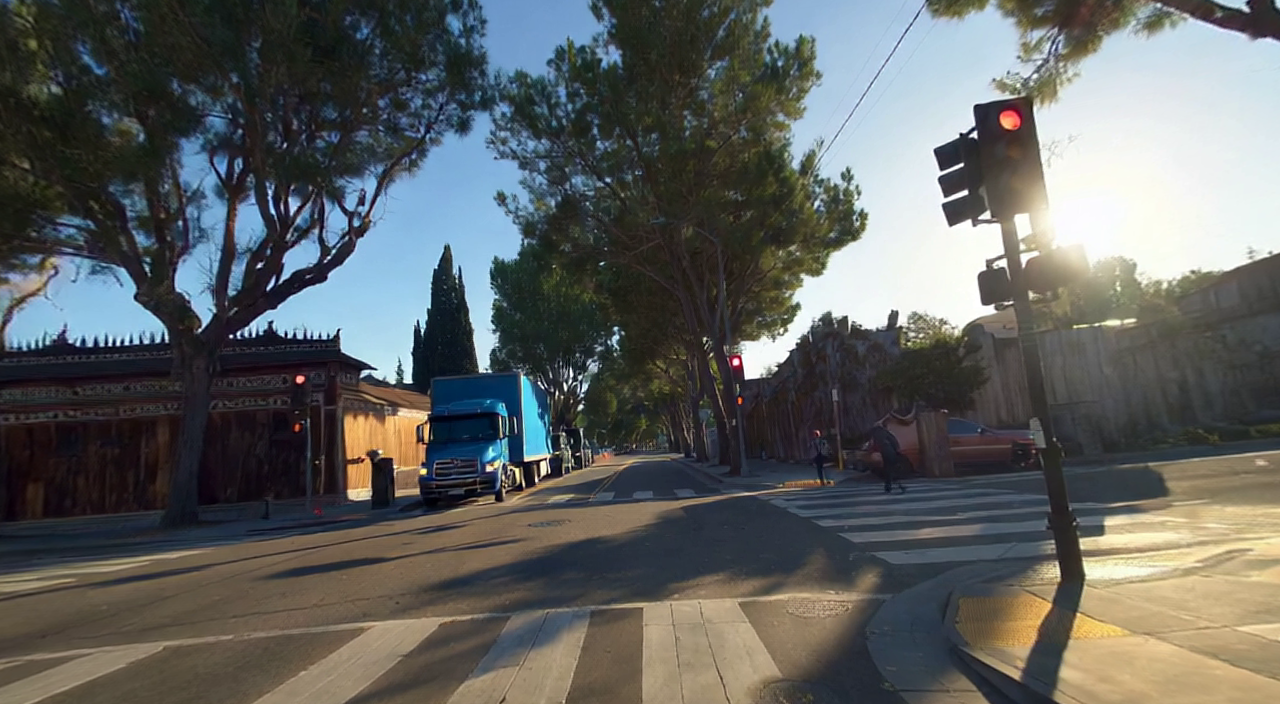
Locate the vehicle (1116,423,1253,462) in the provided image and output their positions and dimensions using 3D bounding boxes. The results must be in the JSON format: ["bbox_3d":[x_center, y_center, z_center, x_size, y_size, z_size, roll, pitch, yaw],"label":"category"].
[{"bbox_3d":[24.939,4.173,29.022,4.268,1.695,2.053,0,-8,3],"label":"vehicle"}]

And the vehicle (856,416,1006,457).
[{"bbox_3d":[10.680,3.141,23.425,4.643,1.456,1.820,-1,-8,5],"label":"vehicle"}]

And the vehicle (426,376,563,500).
[{"bbox_3d":[-5.751,3.730,27.165,3.113,4.041,10.284,-6,-8,0],"label":"vehicle"}]
